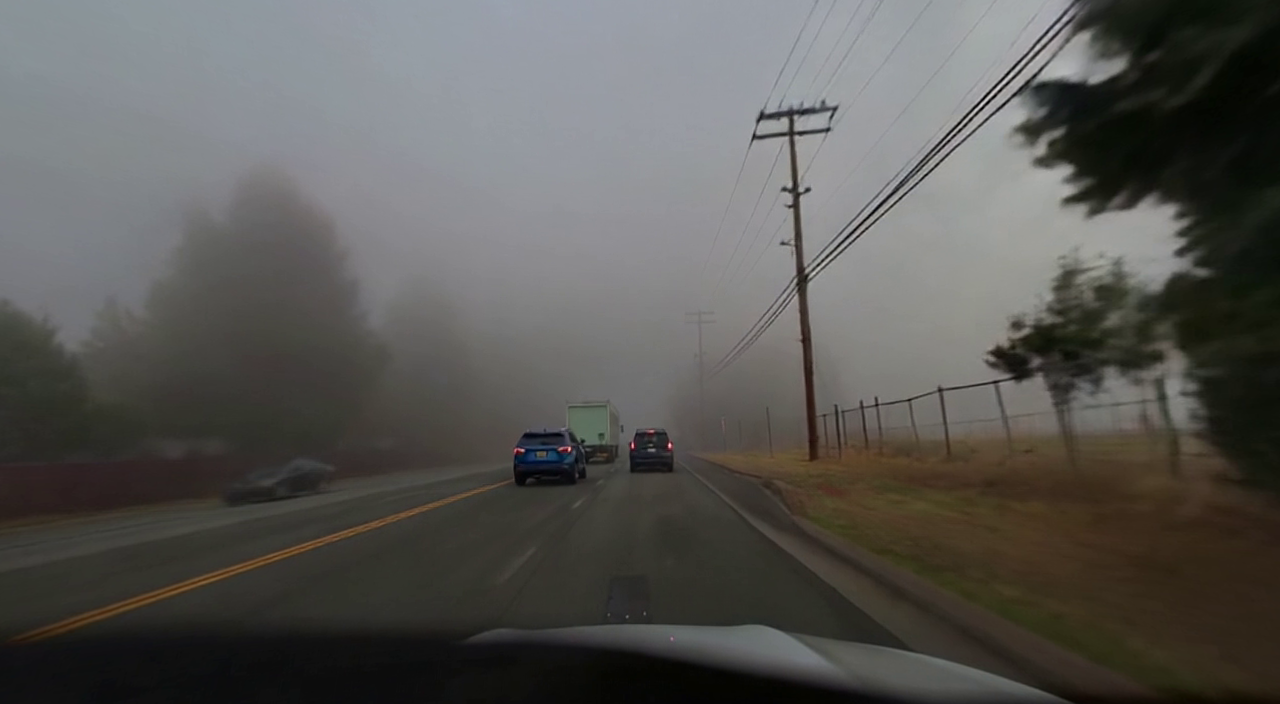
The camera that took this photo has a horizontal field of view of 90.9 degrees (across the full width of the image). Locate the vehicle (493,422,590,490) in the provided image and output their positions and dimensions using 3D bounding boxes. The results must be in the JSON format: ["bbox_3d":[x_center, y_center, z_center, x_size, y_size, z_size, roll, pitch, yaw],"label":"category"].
[{"bbox_3d":[-2.842,3.146,19.327,2.093,1.832,4.508,0,-8,2],"label":"vehicle"}]

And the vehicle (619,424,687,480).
[{"bbox_3d":[0.411,3.494,22.228,2.174,1.749,4.113,0,-8,0],"label":"vehicle"}]

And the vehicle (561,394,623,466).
[{"bbox_3d":[-2.617,4.814,38.035,2.928,3.658,10.953,0,-8,0],"label":"vehicle"}]

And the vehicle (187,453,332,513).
[{"bbox_3d":[-11.969,4.106,20.207,2.052,1.401,4.191,-7,-8,0],"label":"vehicle"}]
